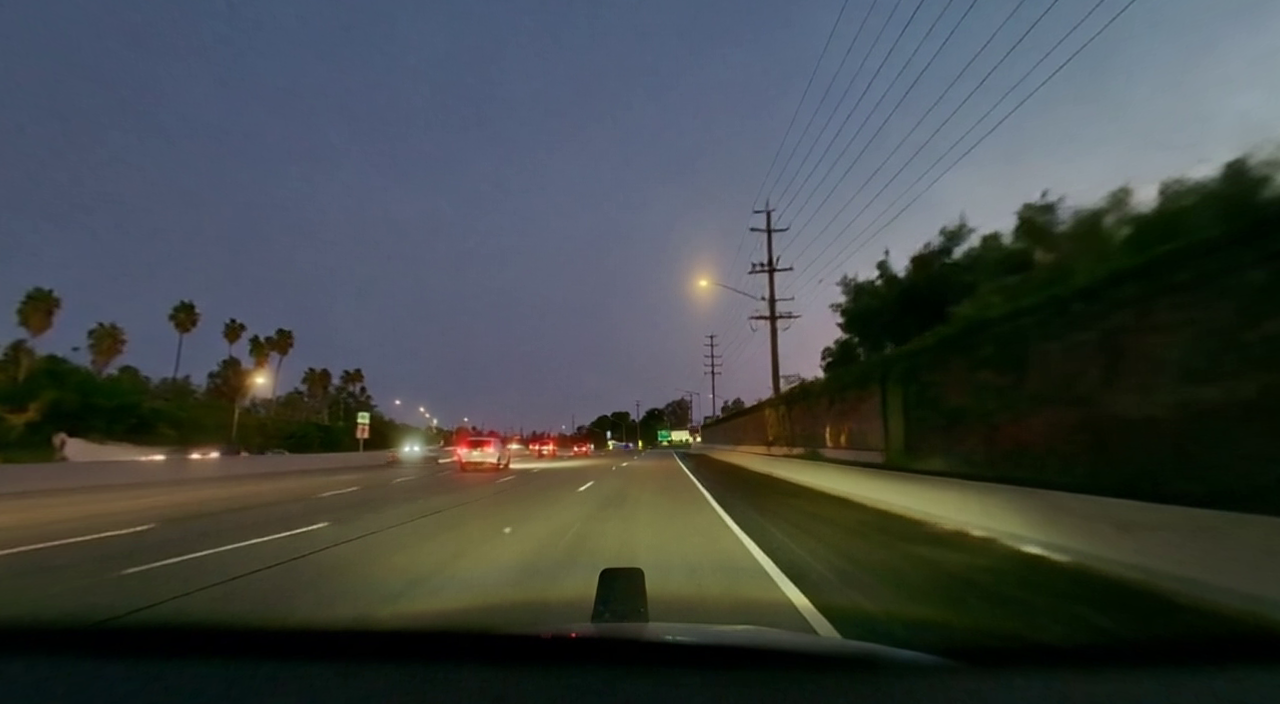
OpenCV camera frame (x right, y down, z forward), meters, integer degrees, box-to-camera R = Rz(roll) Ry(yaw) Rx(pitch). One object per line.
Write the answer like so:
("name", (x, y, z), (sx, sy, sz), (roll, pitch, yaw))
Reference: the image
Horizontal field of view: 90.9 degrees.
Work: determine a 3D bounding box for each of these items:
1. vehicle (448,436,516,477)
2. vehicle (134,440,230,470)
("vehicle", (-6.622, 4.408, 26.879), (2.029, 1.609, 3.935), (0, -8, -2))
("vehicle", (-32.324, 7.265, 44.823), (2.345, 1.917, 6.283), (0, -8, -3))
